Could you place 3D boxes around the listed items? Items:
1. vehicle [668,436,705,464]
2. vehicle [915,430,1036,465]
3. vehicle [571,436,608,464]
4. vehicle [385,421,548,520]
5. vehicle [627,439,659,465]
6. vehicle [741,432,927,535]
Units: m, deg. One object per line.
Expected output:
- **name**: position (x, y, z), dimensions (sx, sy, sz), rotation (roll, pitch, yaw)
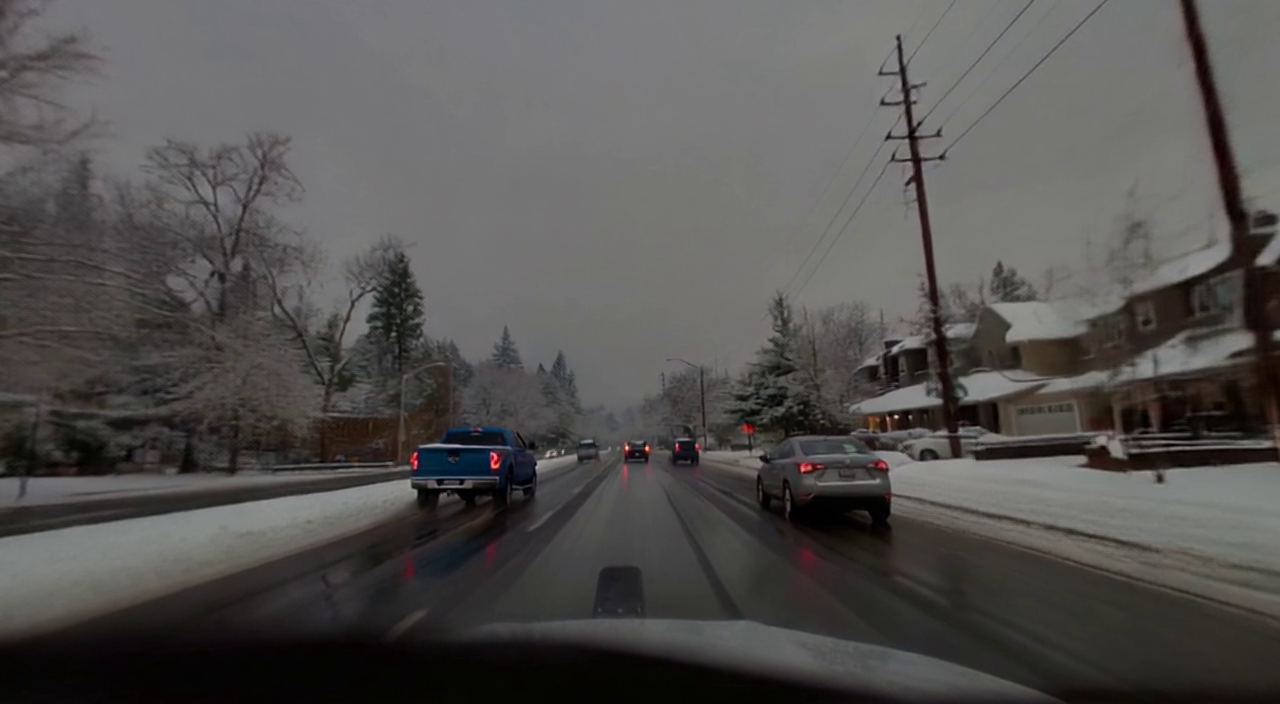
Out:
- **vehicle**: position (3.238, 6.899, 44.632), dimensions (2.099, 1.845, 4.363), rotation (0, -8, -2)
- **vehicle**: position (14.729, 4.217, 27.886), dimensions (4.267, 1.480, 1.817), rotation (0, -8, 1)
- **vehicle**: position (-3.504, 6.878, 44.301), dimensions (2.218, 1.829, 4.492), rotation (0, -8, 0)
- **vehicle**: position (-3.499, 2.515, 13.993), dimensions (2.111, 1.745, 5.274), rotation (0, -8, 0)
- **vehicle**: position (0.148, 6.651, 42.292), dimensions (1.997, 1.636, 3.760), rotation (0, -8, -1)
- **vehicle**: position (3.130, 2.205, 11.242), dimensions (1.884, 1.463, 4.195), rotation (0, -8, -1)
